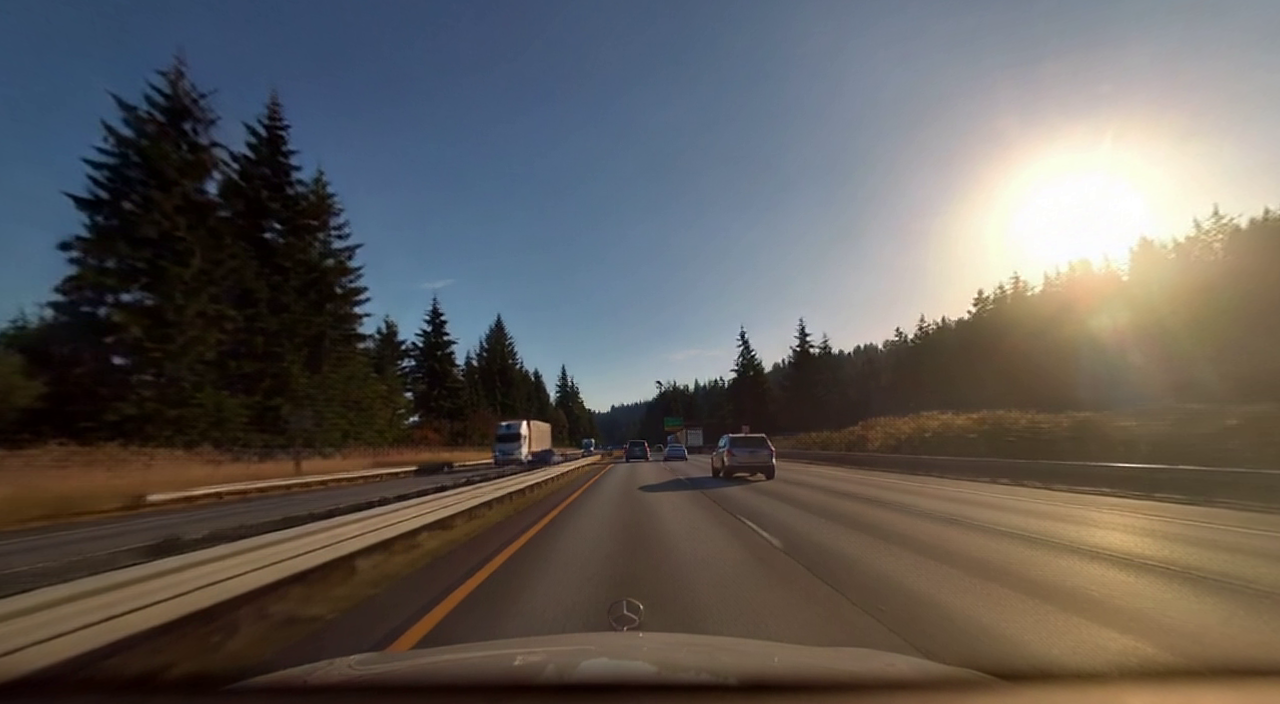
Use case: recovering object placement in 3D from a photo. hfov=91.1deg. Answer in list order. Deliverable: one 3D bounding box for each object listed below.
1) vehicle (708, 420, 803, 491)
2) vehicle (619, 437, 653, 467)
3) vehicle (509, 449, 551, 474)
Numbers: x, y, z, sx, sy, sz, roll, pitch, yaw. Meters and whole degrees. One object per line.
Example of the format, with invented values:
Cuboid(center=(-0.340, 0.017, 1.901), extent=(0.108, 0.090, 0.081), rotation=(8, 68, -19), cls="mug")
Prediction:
Cuboid(center=(3.537, 3.278, 20.187), extent=(1.981, 1.984, 4.623), rotation=(0, -9, -2), cls="vehicle")
Cuboid(center=(-0.278, 6.833, 43.009), extent=(2.192, 1.912, 4.524), rotation=(0, -9, -1), cls="vehicle")
Cuboid(center=(-7.028, 7.064, 40.707), extent=(1.901, 1.462, 4.439), rotation=(0, -9, 0), cls="vehicle")
